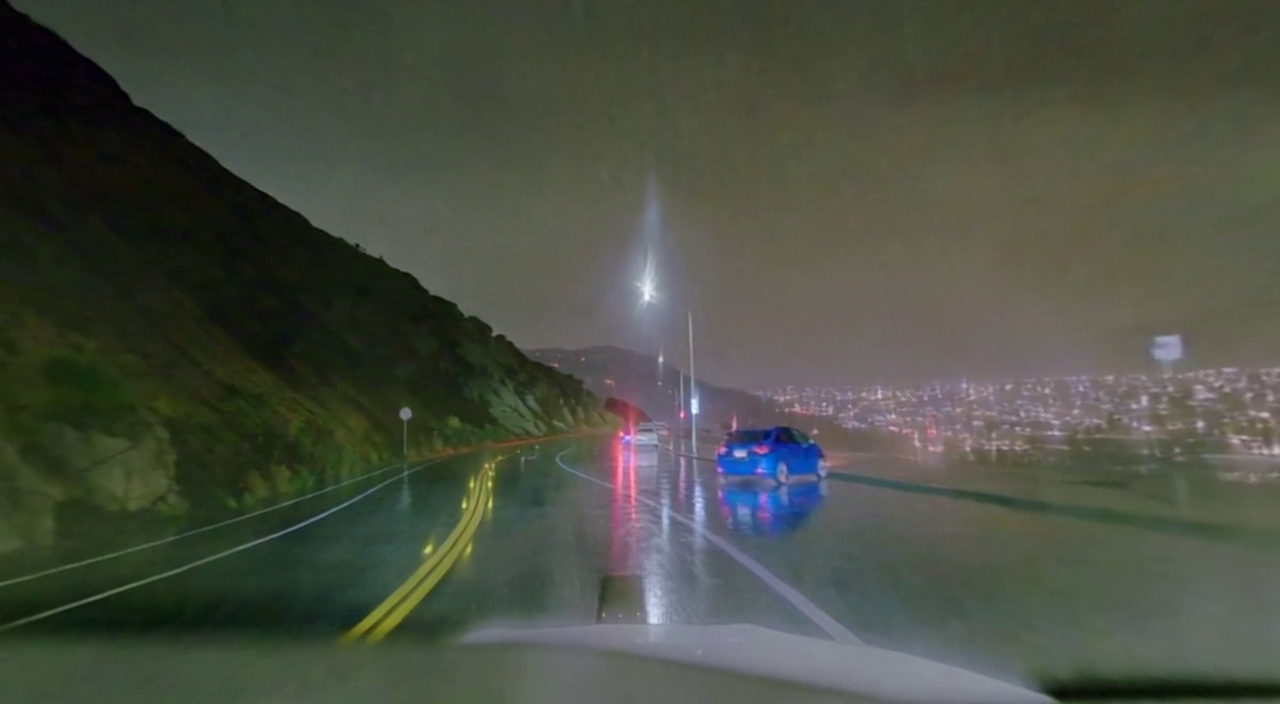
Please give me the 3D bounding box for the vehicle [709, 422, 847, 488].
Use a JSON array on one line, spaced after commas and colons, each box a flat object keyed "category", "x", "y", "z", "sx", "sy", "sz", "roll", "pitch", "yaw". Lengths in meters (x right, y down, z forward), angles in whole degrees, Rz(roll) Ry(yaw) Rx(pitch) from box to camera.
[{"category": "vehicle", "x": 4.126, "y": 2.969, "z": 18.414, "sx": 2.064, "sy": 1.667, "sz": 4.453, "roll": -7, "pitch": -11, "yaw": 38}]
